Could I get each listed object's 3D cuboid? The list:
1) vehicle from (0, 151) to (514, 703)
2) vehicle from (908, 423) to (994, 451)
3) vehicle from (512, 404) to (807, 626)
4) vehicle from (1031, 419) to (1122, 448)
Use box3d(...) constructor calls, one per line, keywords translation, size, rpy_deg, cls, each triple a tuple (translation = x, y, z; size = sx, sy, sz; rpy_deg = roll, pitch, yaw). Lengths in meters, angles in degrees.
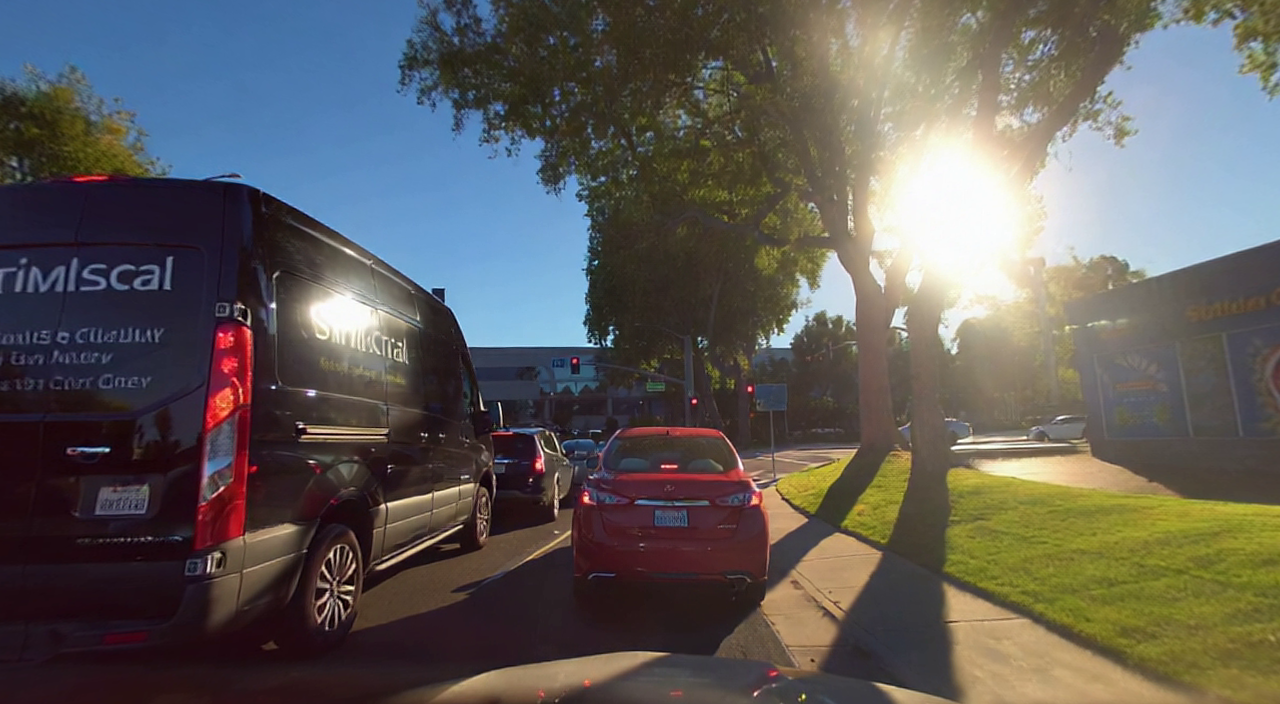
box3d(translation=(-3.089, 0.875, 5.869), size=(2.555, 3.035, 5.702), rpy_deg=(0, -8, 1), cls="vehicle")
box3d(translation=(21.944, 6.044, 44.542), size=(5.021, 1.848, 2.210), rpy_deg=(1, -9, -9), cls="vehicle")
box3d(translation=(0.300, 1.636, 7.345), size=(2.398, 1.773, 4.254), rpy_deg=(-1, -8, 4), cls="vehicle")
box3d(translation=(31.993, 6.037, 46.191), size=(5.084, 2.041, 2.360), rpy_deg=(2, -9, -9), cls="vehicle")
